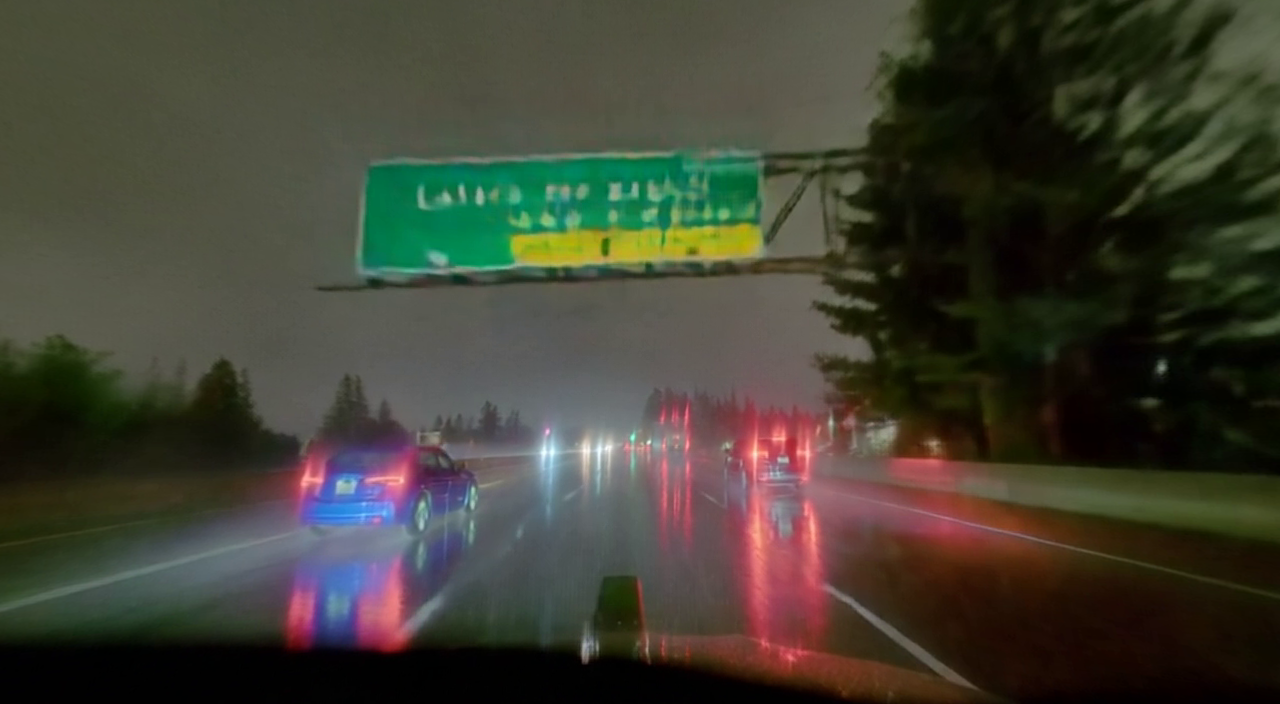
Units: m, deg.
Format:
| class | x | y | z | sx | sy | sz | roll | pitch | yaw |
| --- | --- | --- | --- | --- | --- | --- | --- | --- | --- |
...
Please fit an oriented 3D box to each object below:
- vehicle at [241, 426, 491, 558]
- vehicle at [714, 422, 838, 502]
| class | x | y | z | sx | sy | sz | roll | pitch | yaw |
| --- | --- | --- | --- | --- | --- | --- | --- | --- | --- |
| vehicle | -3.944 | 2.071 | 10.221 | 1.903 | 1.607 | 4.770 | 0 | -8 | 0 |
| vehicle | 3.278 | 2.769 | 16.270 | 2.065 | 1.760 | 4.488 | 0 | -8 | -2 |
